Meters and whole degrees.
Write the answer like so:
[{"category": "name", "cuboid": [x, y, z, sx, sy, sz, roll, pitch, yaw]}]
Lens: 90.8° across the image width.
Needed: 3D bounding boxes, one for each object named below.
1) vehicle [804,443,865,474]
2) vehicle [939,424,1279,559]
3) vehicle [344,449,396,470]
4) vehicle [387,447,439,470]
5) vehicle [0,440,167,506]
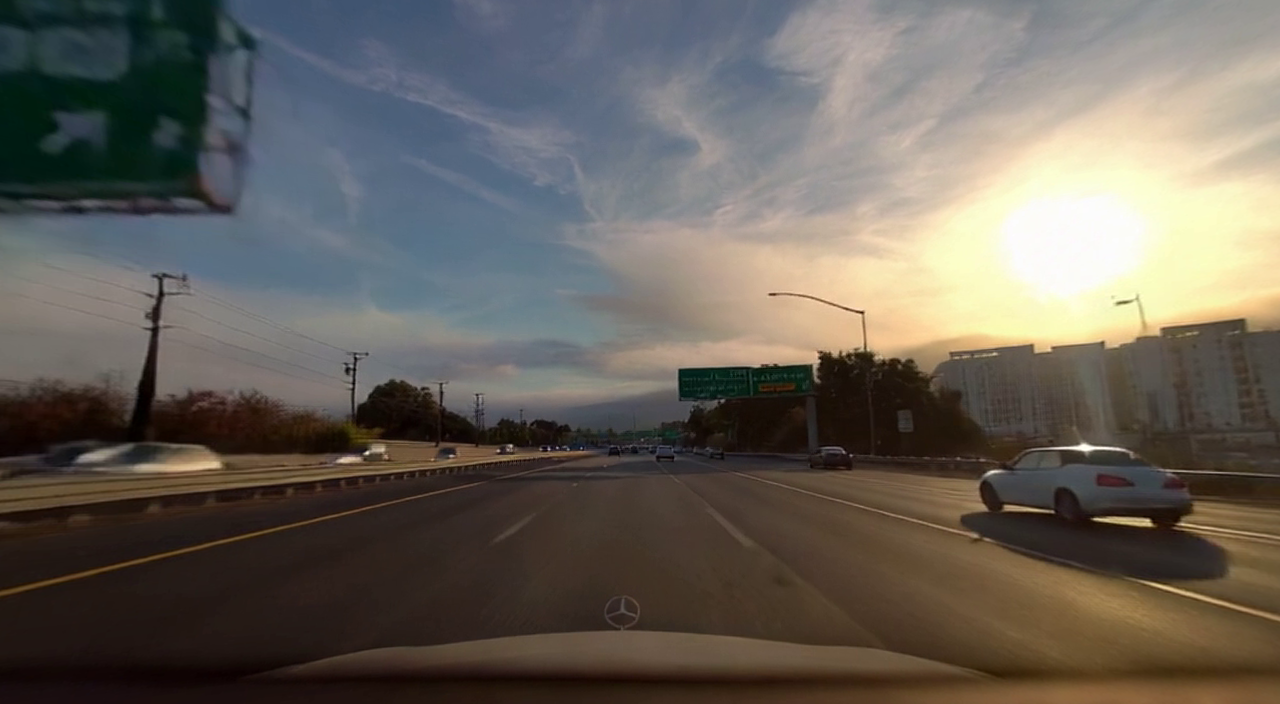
[{"category": "vehicle", "cuboid": [10.303, 5.673, 33.808, 1.878, 1.509, 4.327, 0, -9, -1]}, {"category": "vehicle", "cuboid": [6.711, 1.950, 9.607, 1.861, 1.500, 4.860, 0, -9, -1]}, {"category": "vehicle", "cuboid": [-19.720, 7.836, 46.361, 1.877, 1.459, 4.547, 0, -9, 0]}, {"category": "vehicle", "cuboid": [-15.783, 7.414, 44.171, 1.907, 1.477, 4.637, 0, -9, 0]}, {"category": "vehicle", "cuboid": [-15.608, 3.195, 17.096, 1.961, 1.520, 4.702, 0, -9, 0]}]
